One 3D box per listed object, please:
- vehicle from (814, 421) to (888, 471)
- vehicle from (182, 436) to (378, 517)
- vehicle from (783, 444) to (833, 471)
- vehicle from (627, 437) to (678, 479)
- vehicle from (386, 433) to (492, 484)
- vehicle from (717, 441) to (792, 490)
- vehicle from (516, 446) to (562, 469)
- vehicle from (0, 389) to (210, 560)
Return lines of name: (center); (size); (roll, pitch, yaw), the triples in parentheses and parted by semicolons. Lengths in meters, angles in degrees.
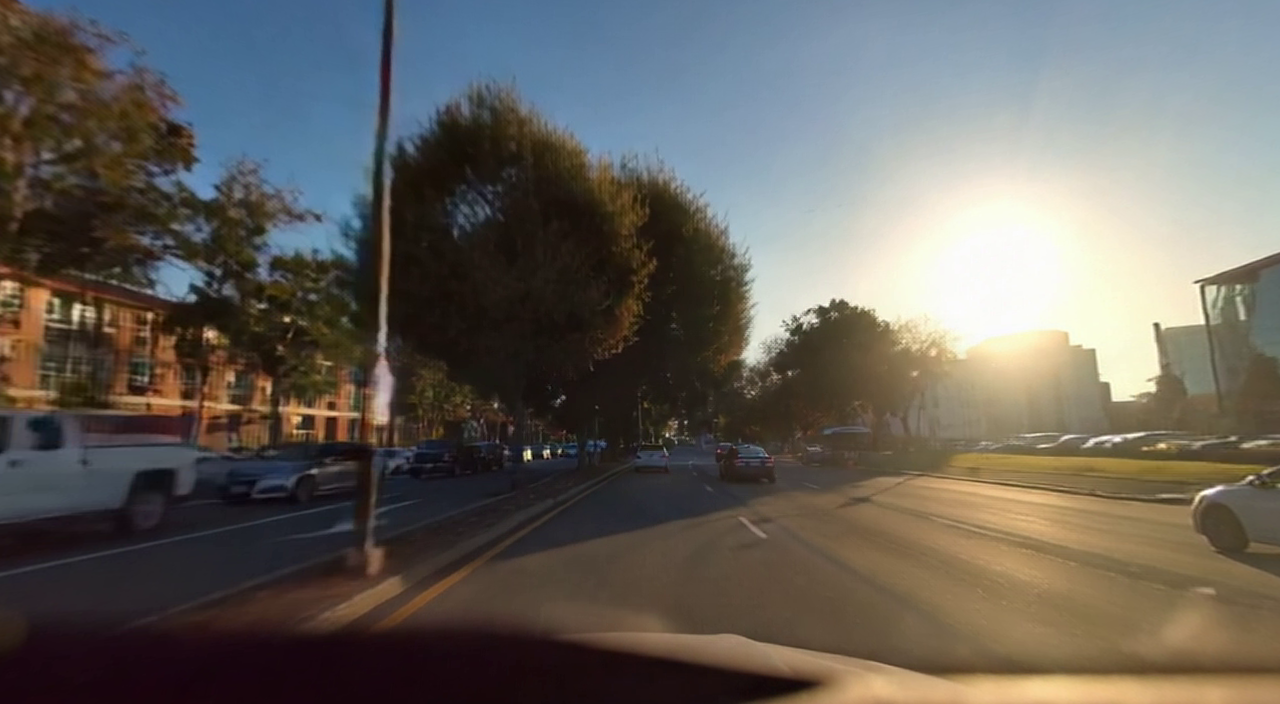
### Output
vehicle: (13.192, 5.950, 40.080); (2.790, 2.897, 6.326); (-1, -9, 4)
vehicle: (-8.582, 2.977, 15.759); (1.920, 1.590, 5.041); (-3, -8, 1)
vehicle: (9.705, 6.109, 36.851); (1.860, 1.475, 4.488); (0, -9, 2)
vehicle: (0.586, 4.645, 27.789); (2.101, 1.694, 3.979); (0, -9, 2)
vehicle: (-7.936, 4.279, 25.694); (2.218, 1.819, 5.732); (0, -9, 3)
vehicle: (3.791, 3.806, 21.567); (1.852, 1.498, 3.825); (0, -9, 0)
vehicle: (-6.664, 6.986, 42.098); (1.992, 1.465, 4.458); (-1, -9, 5)
vehicle: (-8.669, 1.553, 8.162); (2.460, 1.970, 5.271); (0, -9, 0)
